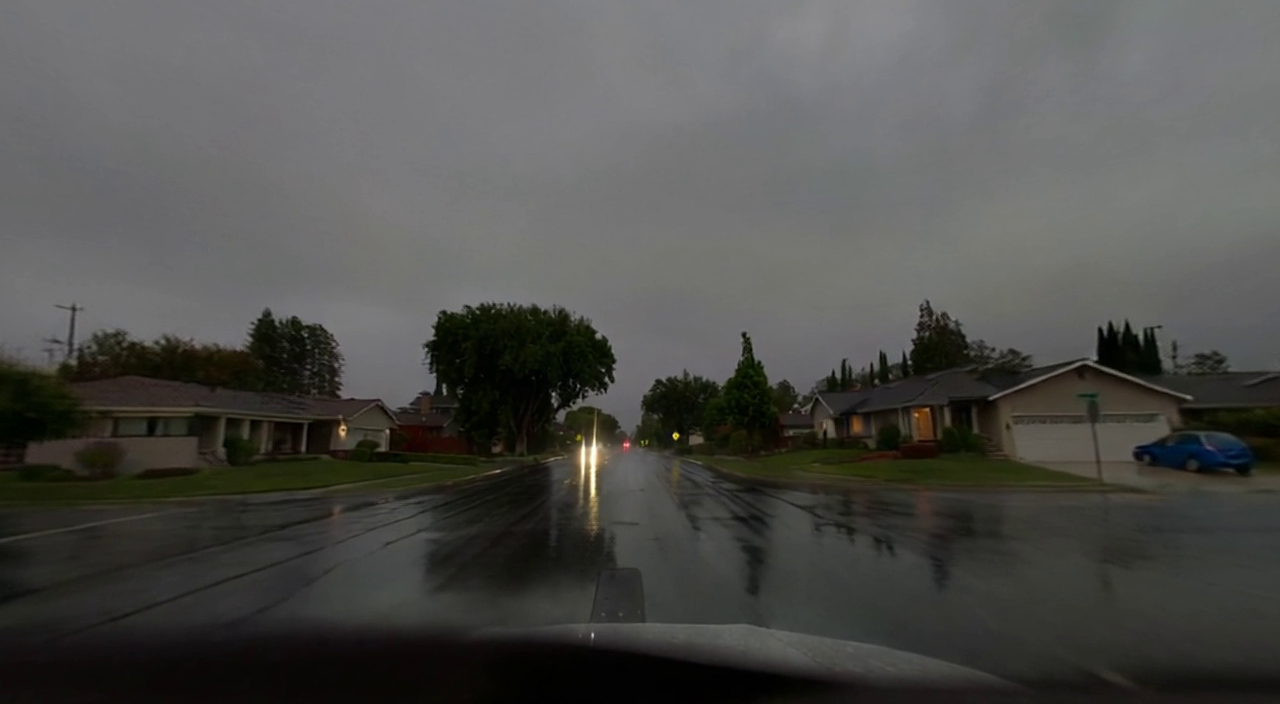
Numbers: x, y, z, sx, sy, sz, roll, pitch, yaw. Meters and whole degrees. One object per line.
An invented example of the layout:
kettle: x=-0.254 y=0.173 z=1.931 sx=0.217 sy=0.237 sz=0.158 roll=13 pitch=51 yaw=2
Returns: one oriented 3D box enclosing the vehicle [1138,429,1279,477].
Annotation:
vehicle: x=23.095 y=3.986 z=25.509 sx=1.879 sy=1.584 sz=4.761 roll=1 pitch=-5 yaw=-5
